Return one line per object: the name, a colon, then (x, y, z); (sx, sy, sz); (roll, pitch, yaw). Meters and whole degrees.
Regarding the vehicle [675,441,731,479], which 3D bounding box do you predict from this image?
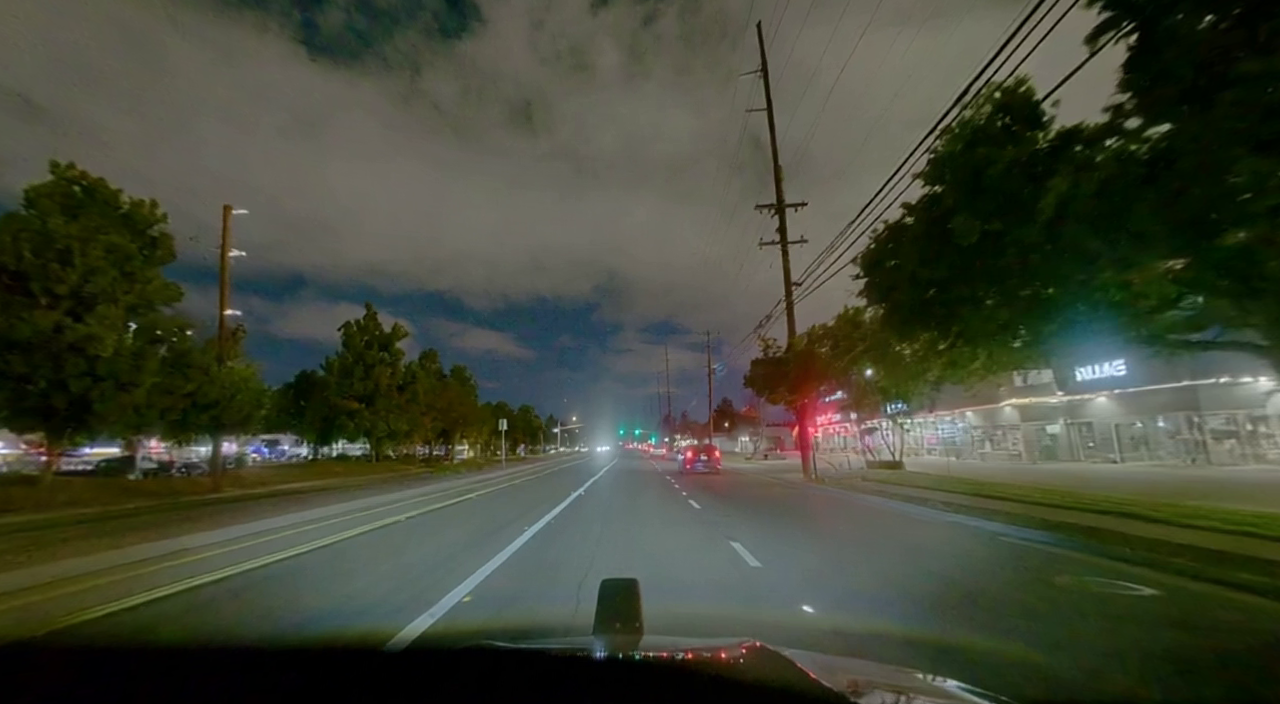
vehicle: (2.599, 4.537, 26.818); (1.975, 1.497, 3.647); (0, -9, 0)
